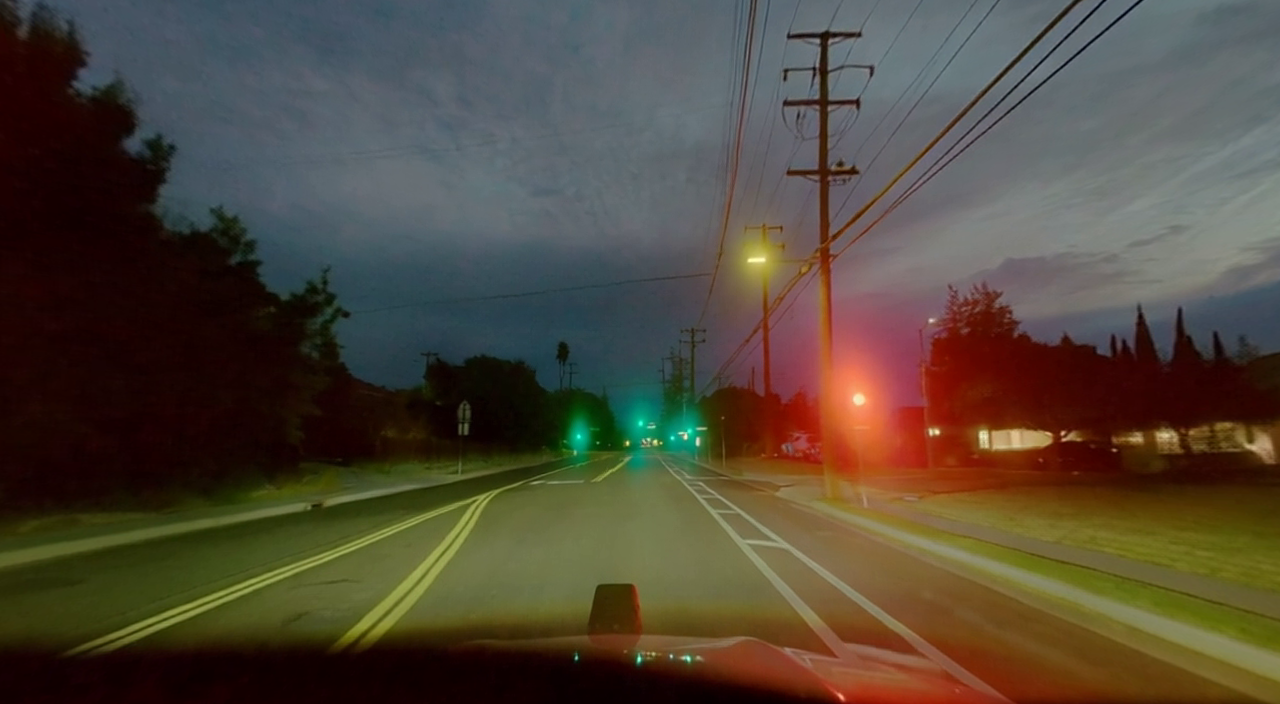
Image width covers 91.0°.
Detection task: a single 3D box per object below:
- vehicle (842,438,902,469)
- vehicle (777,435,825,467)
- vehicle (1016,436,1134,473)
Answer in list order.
[{"bbox_3d":[13.612,5.968,37.180,1.935,1.683,4.669,0,-9,2],"label":"vehicle"},{"bbox_3d":[10.340,6.383,40.772,1.912,1.953,4.651,0,-9,0],"label":"vehicle"},{"bbox_3d":[21.109,4.966,30.699,3.943,1.664,2.391,0,-8,-1],"label":"vehicle"}]
